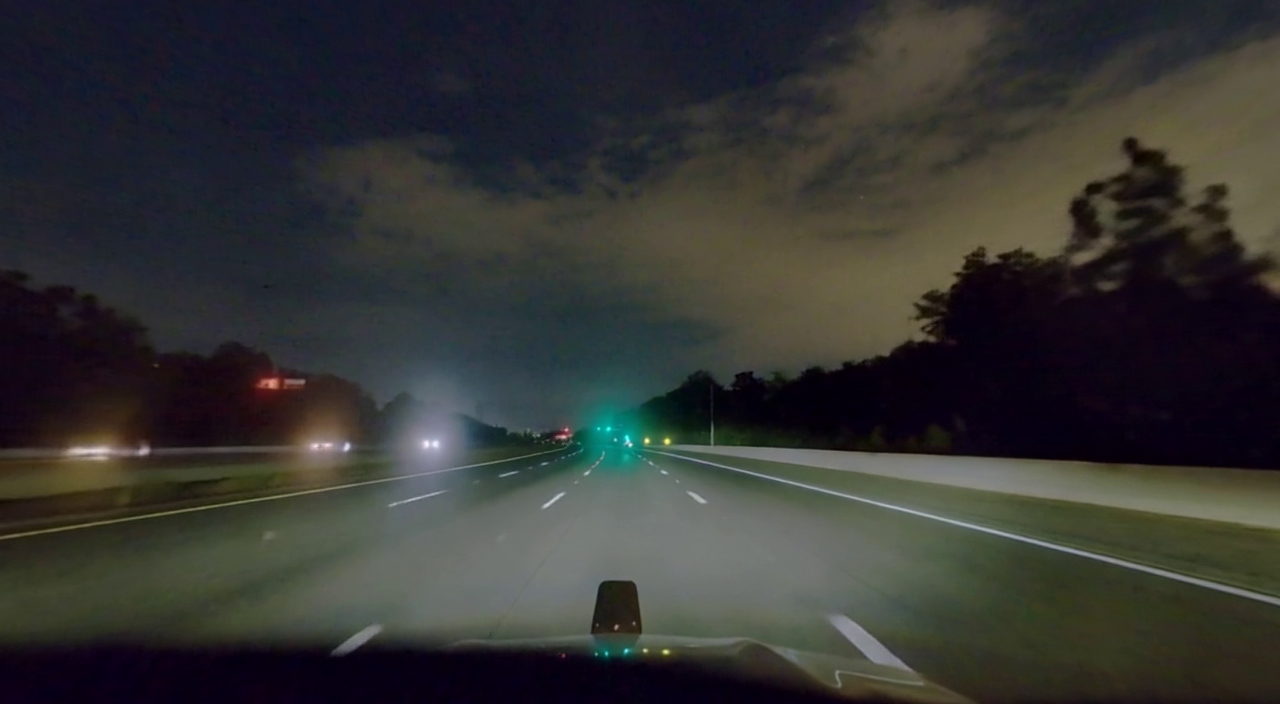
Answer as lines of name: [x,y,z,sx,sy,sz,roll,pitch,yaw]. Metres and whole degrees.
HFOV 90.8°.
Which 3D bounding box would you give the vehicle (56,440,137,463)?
vehicle: [-38.464,7.025,44.879,1.805,1.506,4.667,0,-8,-3]
